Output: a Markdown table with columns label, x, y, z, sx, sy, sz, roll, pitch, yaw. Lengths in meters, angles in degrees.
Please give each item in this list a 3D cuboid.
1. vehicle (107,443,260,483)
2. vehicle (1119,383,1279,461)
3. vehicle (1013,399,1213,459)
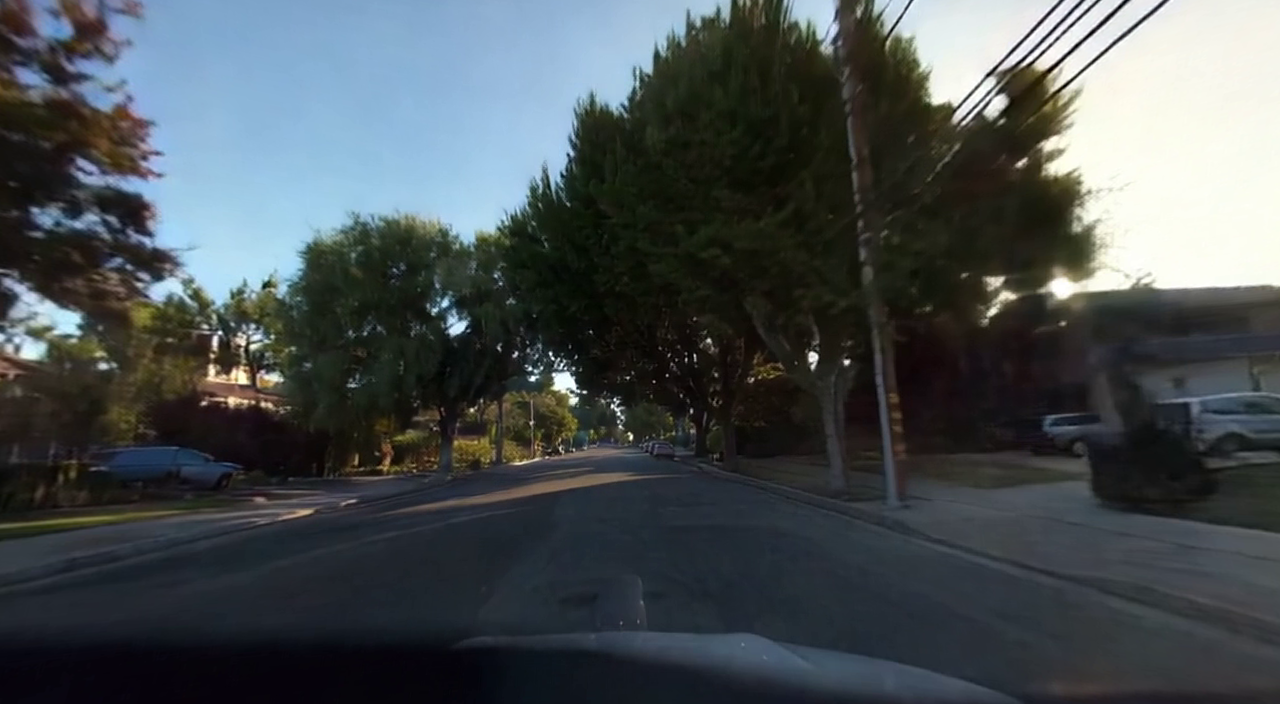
| label | x | y | z | sx | sy | sz | roll | pitch | yaw |
| --- | --- | --- | --- | --- | --- | --- | --- | --- | --- |
| vehicle | -17.730 | 4.276 | 24.691 | 4.519 | 1.426 | 1.903 | 8 | -12 | -44 |
| vehicle | 15.258 | 1.794 | 16.040 | 4.562 | 1.832 | 1.987 | 0 | -8 | -3 |
| vehicle | 14.540 | 2.415 | 19.594 | 4.672 | 1.732 | 2.020 | 1 | -8 | -6 |
